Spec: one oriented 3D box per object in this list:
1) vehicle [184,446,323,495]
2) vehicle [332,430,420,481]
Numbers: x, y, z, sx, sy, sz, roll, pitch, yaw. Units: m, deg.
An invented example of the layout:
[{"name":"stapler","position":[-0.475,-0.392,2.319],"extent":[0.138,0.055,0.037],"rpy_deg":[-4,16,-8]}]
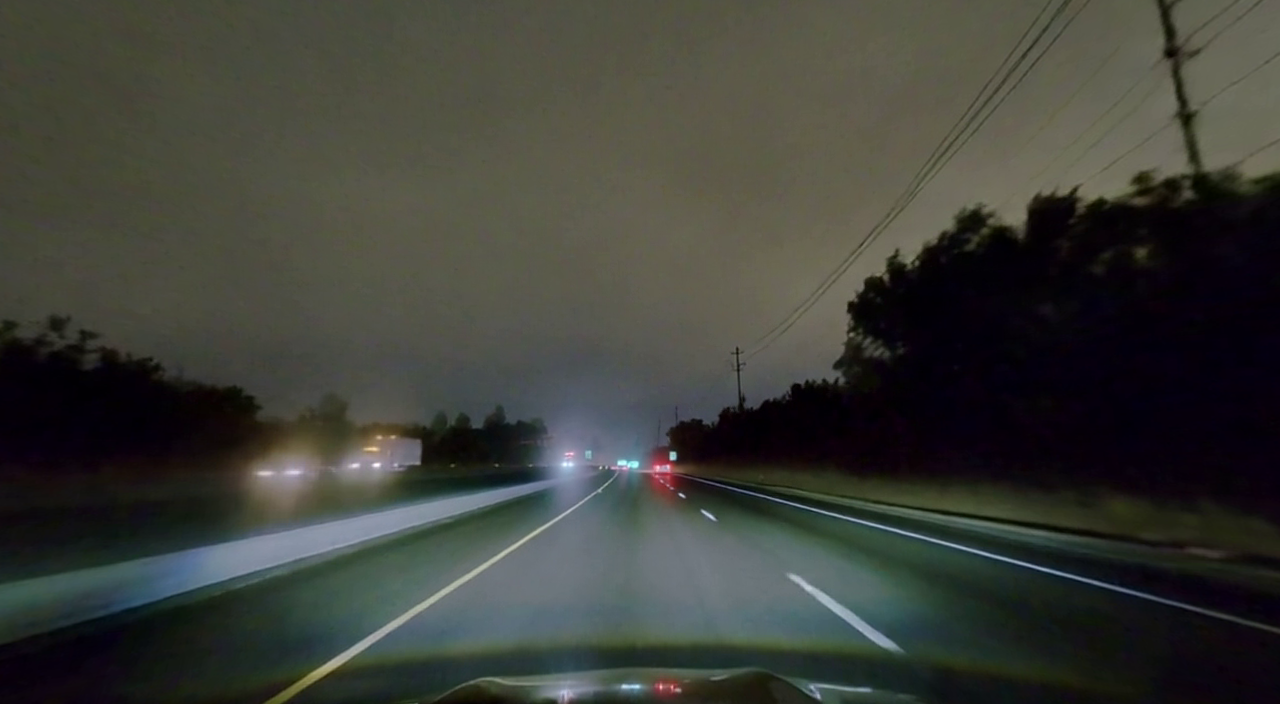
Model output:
[{"name":"vehicle","position":[-12.944,4.042,21.510],"extent":[1.888,1.464,4.492],"rpy_deg":[0,-10,0]},{"name":"vehicle","position":[-17.194,6.858,41.644],"extent":[2.713,3.016,6.960],"rpy_deg":[2,-10,-1]}]
